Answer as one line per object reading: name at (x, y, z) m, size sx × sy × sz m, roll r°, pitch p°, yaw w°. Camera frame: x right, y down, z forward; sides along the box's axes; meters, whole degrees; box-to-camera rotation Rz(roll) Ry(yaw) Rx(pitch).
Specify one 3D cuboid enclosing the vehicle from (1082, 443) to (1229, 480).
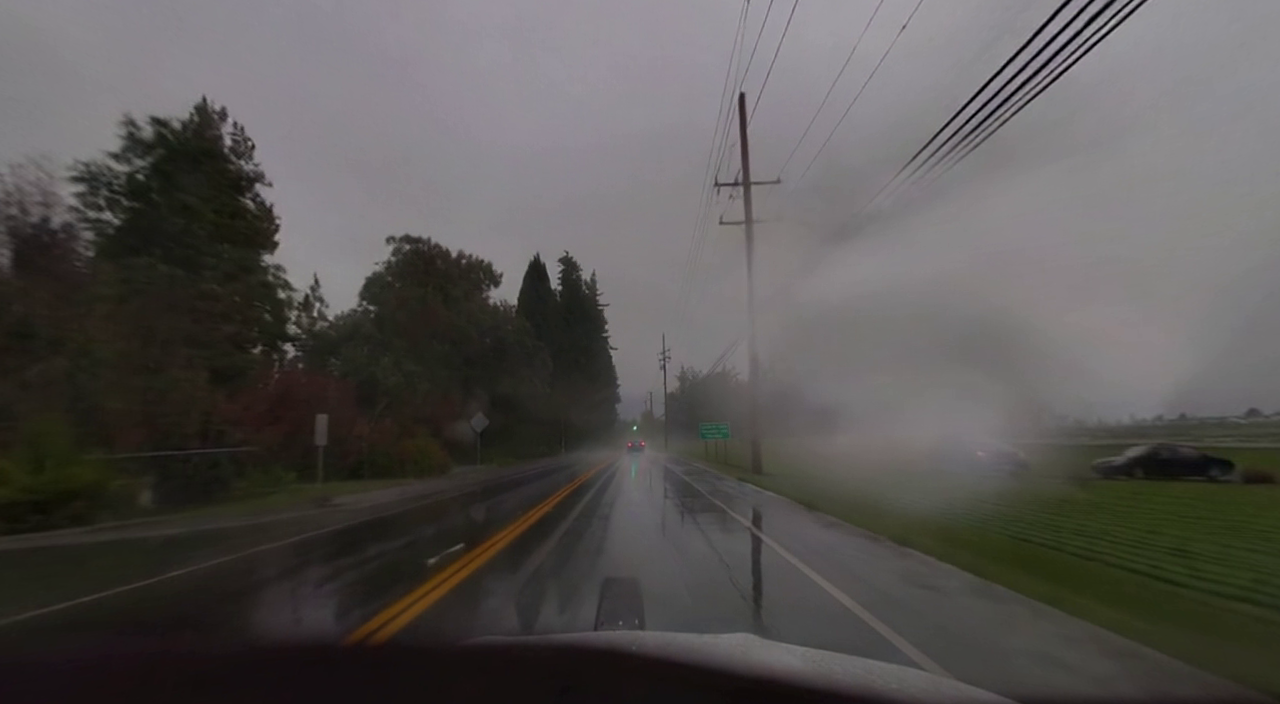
vehicle at (21.801, 4.630, 26.794) m, size 4.438 × 1.499 × 1.909 m, roll -1°, pitch -9°, yaw 3°

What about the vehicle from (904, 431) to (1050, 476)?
vehicle at (15.914, 4.832, 30.037) m, size 5.494 × 2.011 × 2.421 m, roll -1°, pitch -9°, yaw 5°
